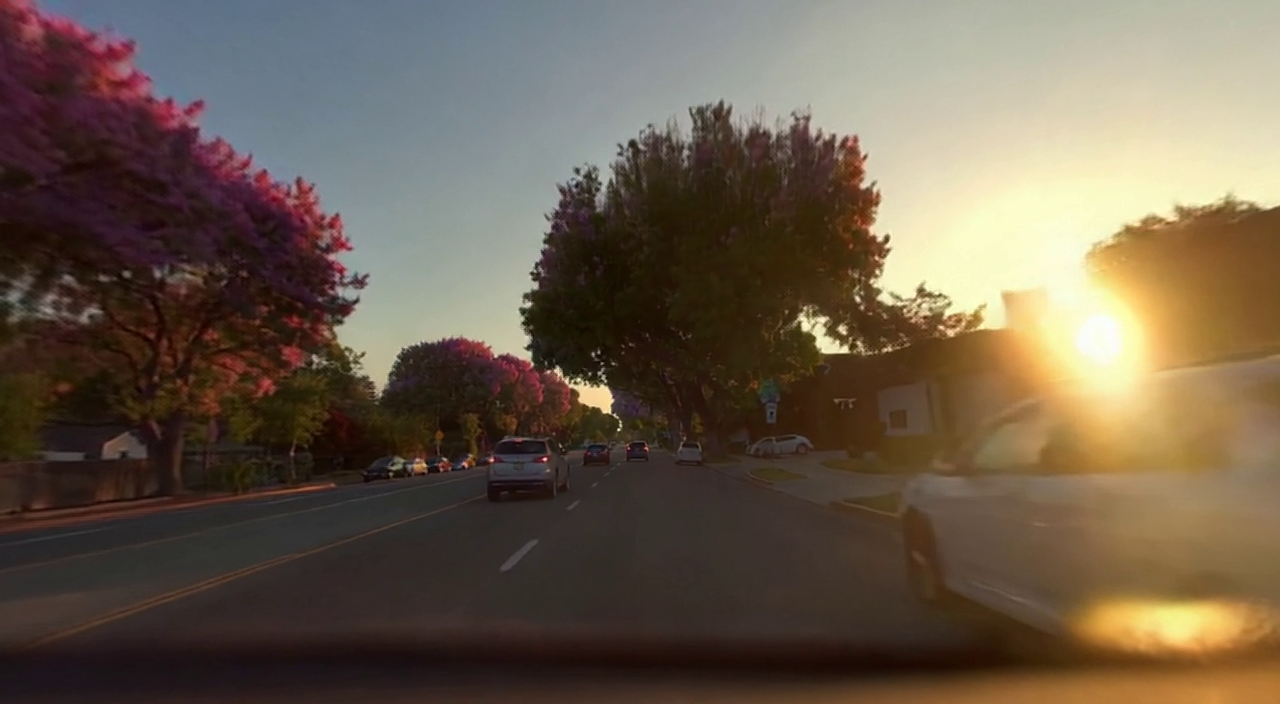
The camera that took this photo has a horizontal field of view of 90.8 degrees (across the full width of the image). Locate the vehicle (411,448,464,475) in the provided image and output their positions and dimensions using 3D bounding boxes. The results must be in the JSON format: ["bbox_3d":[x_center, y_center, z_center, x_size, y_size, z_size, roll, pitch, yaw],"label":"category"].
[{"bbox_3d":[-14.139,7.642,44.325,2.123,1.770,4.848,0,-9,0],"label":"vehicle"}]

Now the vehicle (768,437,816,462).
[{"bbox_3d":[10.152,6.541,42.596,1.777,1.514,4.140,-2,-8,-6],"label":"vehicle"}]

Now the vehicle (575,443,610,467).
[{"bbox_3d":[-3.300,7.312,45.009,2.167,1.634,4.220,0,-9,0],"label":"vehicle"}]

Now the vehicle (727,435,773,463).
[{"bbox_3d":[7.339,6.513,42.613,2.112,1.776,4.555,1,-8,-2],"label":"vehicle"}]

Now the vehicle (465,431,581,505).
[{"bbox_3d":[-3.037,3.169,17.711,2.257,1.751,5.028,0,-9,1],"label":"vehicle"}]

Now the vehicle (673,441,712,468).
[{"bbox_3d":[3.506,6.929,42.892,2.150,1.655,4.739,0,-9,-1],"label":"vehicle"}]

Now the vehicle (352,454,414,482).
[{"bbox_3d":[-16.346,7.373,40.434,1.870,1.599,5.022,0,-9,0],"label":"vehicle"}]

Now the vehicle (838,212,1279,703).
[{"bbox_3d":[3.412,0.868,3.973,2.653,2.058,5.096,0,-9,0],"label":"vehicle"}]
